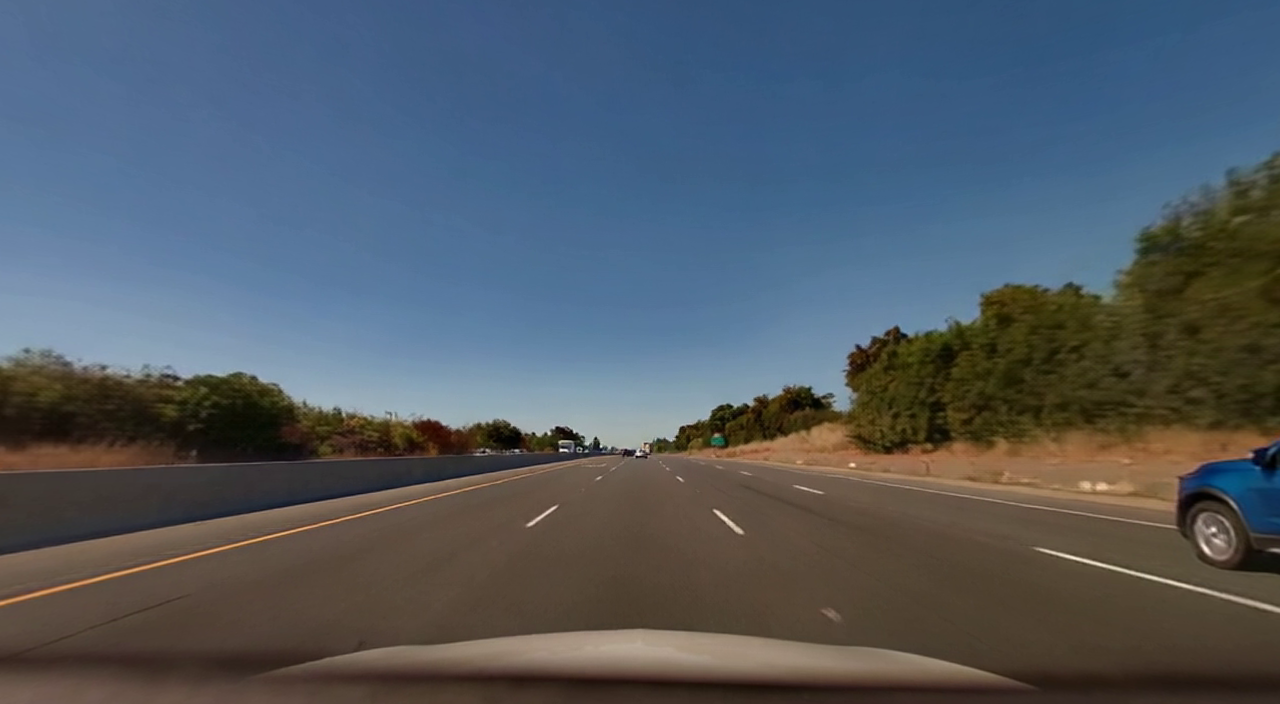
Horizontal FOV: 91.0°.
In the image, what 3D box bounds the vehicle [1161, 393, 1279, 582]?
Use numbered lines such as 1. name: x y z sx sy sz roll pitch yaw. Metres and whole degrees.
1. vehicle: 7.404 1.153 4.969 2.186 1.848 5.136 0 -9 1
